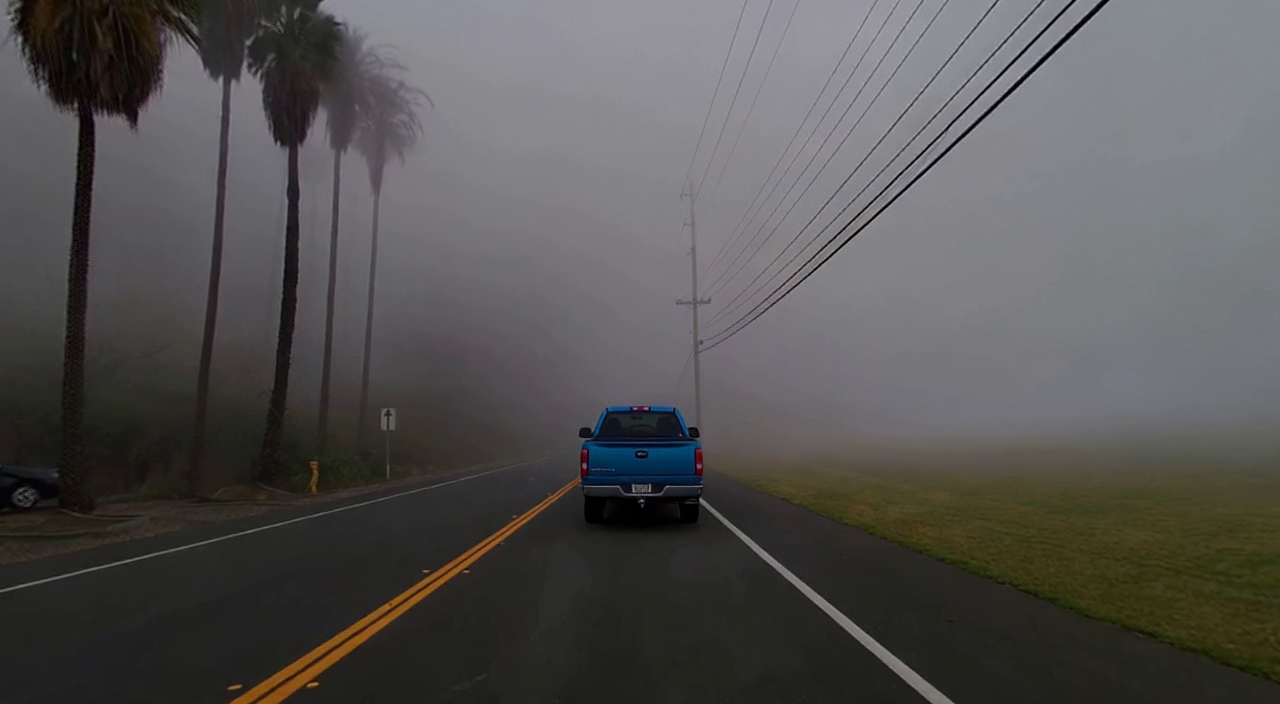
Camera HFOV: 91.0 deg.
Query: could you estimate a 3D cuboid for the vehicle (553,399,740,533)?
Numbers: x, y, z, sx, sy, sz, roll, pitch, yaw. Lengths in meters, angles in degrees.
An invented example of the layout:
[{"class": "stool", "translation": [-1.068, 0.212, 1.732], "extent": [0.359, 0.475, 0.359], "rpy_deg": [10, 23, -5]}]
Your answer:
[{"class": "vehicle", "translation": [0.052, 2.156, 12.498], "extent": [2.803, 2.005, 5.885], "rpy_deg": [0, -8, -1]}]
